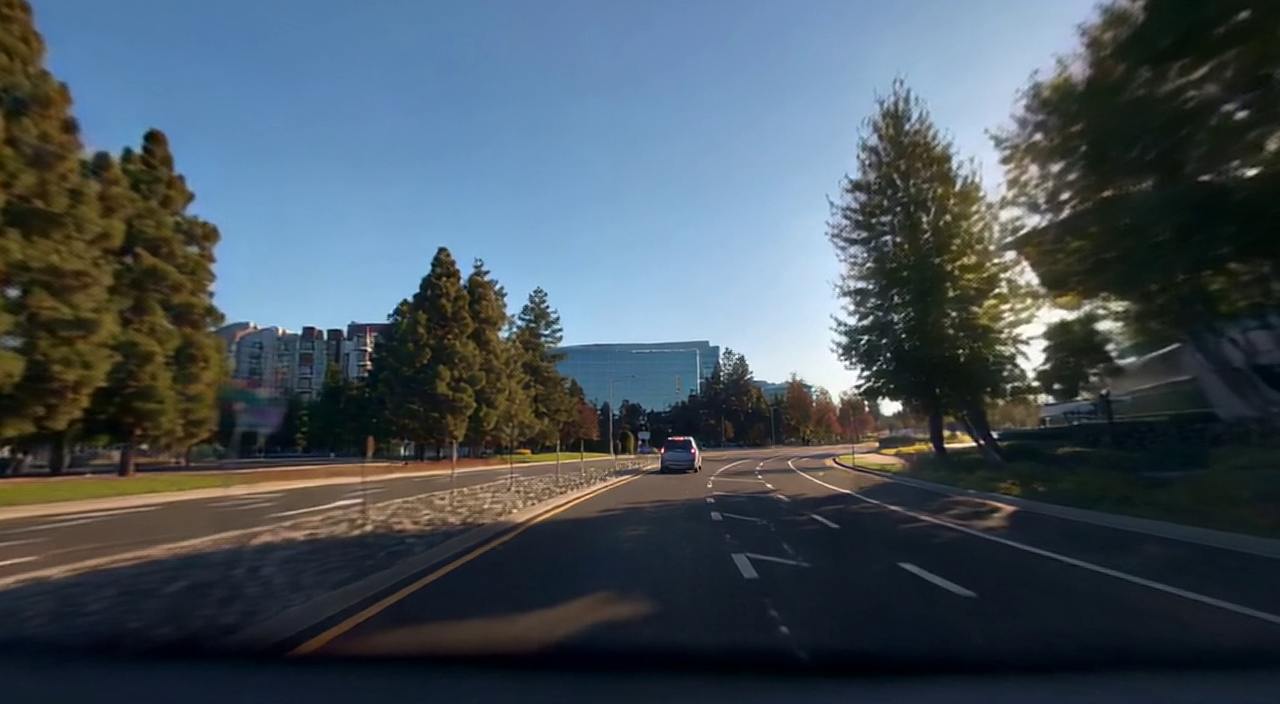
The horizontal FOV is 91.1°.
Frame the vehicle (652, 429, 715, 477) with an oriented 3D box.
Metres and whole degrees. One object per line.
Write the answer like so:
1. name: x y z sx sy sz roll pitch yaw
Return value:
1. vehicle: 2.090 4.520 28.442 2.371 1.926 5.615 -2 -8 8
